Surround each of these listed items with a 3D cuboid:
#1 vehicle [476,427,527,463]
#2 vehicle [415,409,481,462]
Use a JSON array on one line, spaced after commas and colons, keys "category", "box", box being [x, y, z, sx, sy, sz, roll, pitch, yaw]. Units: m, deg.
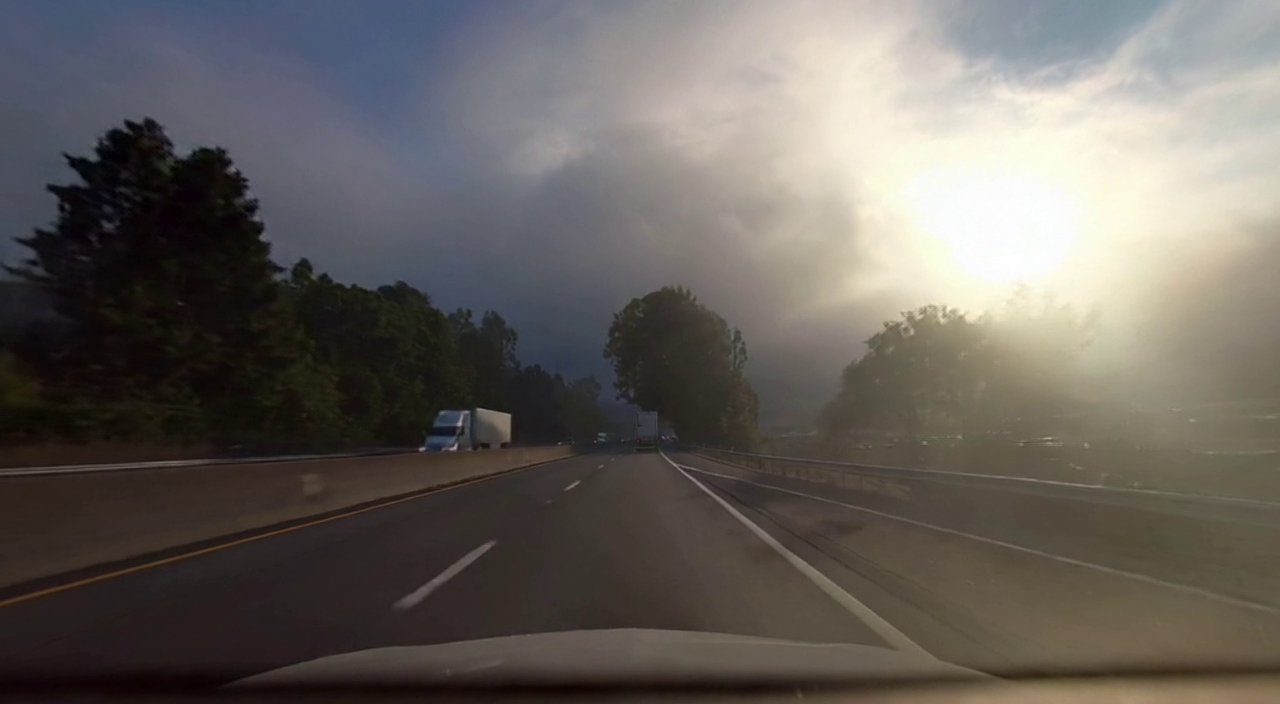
[{"category": "vehicle", "box": [-9.939, 6.712, 45.666, 2.304, 2.391, 5.779, -1, -8, 1]}, {"category": "vehicle", "box": [-14.425, 6.360, 47.835, 3.020, 3.775, 5.939, -1, -8, 0]}]
